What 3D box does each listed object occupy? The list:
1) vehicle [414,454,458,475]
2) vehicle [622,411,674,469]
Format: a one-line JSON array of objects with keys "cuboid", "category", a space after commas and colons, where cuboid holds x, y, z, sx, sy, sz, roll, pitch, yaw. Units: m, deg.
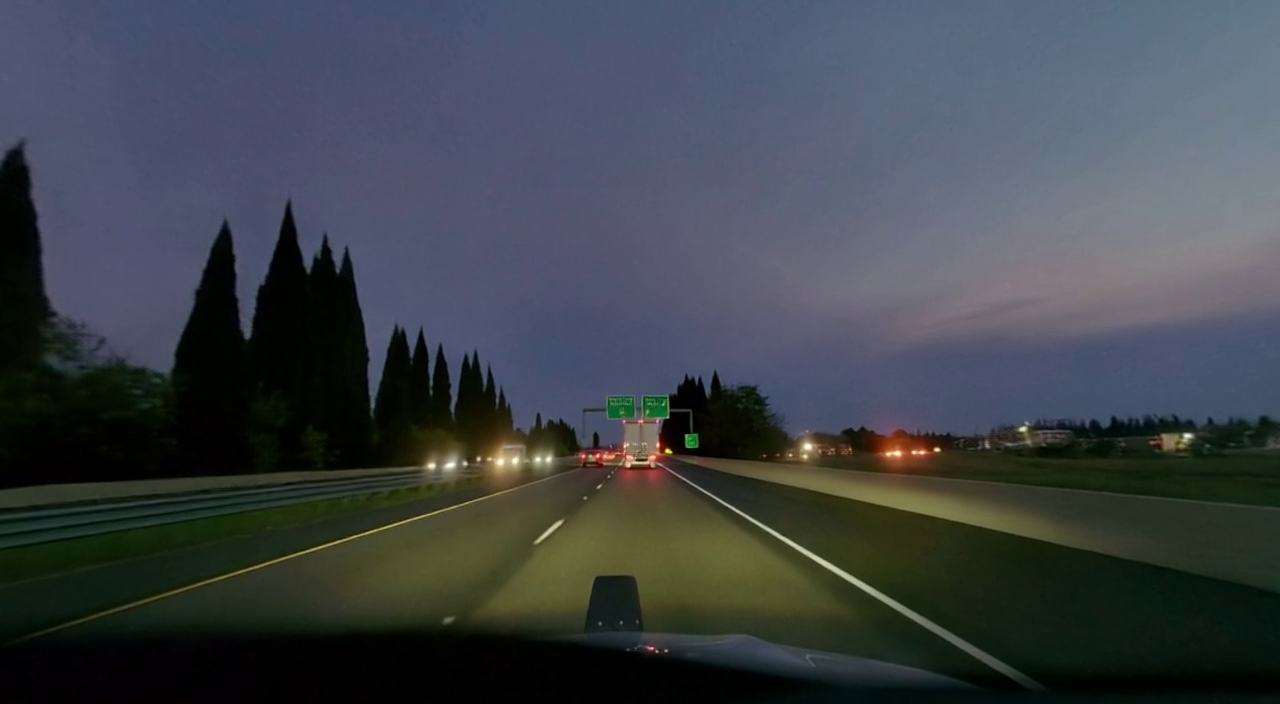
[{"cuboid": [-15.217, 8.361, 47.235, 1.788, 1.457, 4.431, 0, -9, 0], "category": "vehicle"}, {"cuboid": [0.338, 7.073, 49.800, 3.341, 3.725, 18.015, 0, -9, -1], "category": "vehicle"}]
